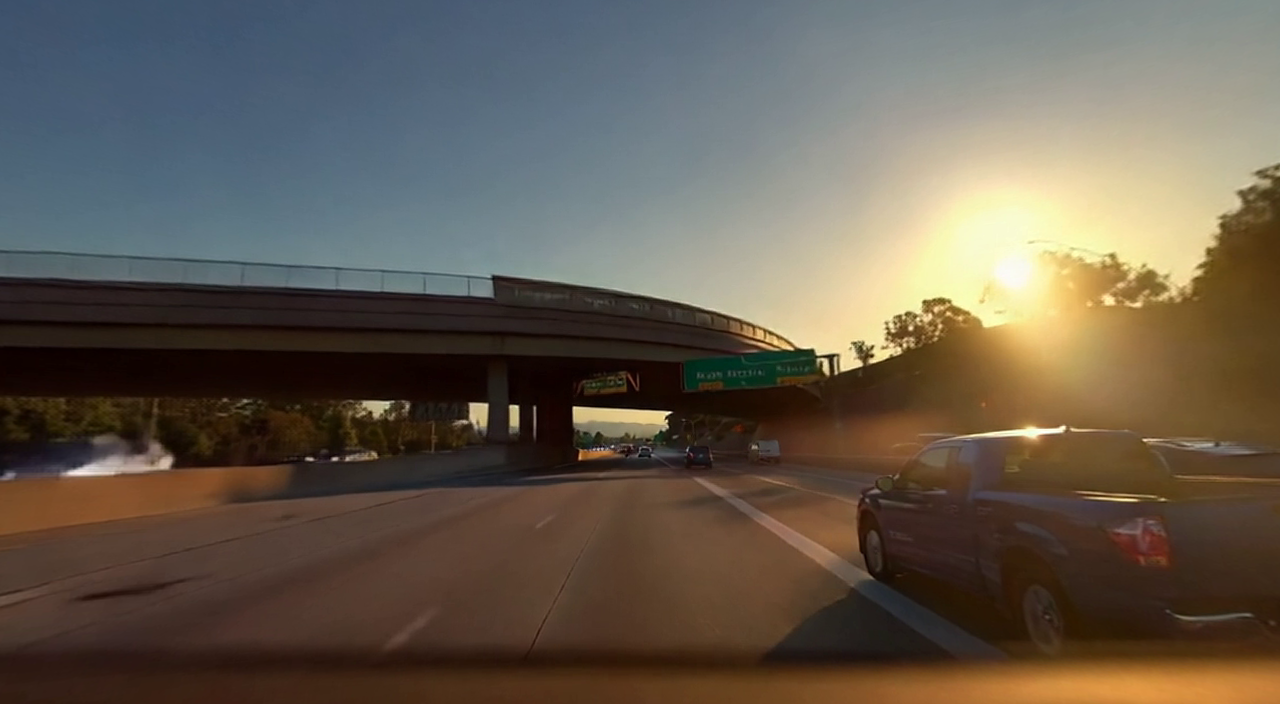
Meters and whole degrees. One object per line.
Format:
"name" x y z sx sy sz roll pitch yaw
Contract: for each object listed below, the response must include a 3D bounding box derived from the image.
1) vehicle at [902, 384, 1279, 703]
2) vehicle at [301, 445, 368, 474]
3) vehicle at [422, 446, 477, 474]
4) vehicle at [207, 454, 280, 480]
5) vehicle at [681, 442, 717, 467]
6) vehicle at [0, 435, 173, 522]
"vehicle" 3.357 0.990 3.035 2.119 1.524 4.807 0 -8 0
"vehicle" -22.114 7.785 45.968 2.210 1.915 5.344 0 -8 0
"vehicle" -11.304 6.416 37.682 1.856 1.503 4.274 -1 -8 1
"vehicle" -25.903 7.520 41.426 1.804 1.459 4.578 0 -8 0
"vehicle" 4.007 7.035 43.553 2.014 1.643 4.039 0 -8 -1
"vehicle" -14.962 3.019 15.527 2.231 1.879 5.996 -1 -8 1
